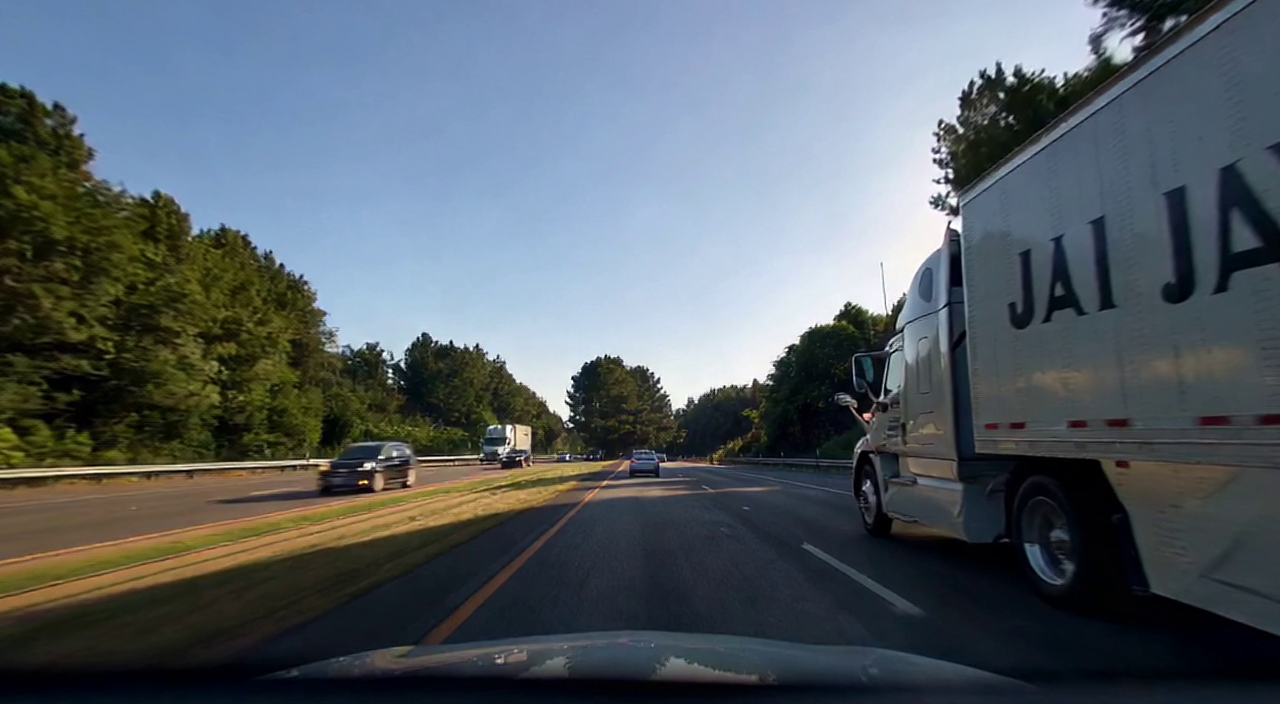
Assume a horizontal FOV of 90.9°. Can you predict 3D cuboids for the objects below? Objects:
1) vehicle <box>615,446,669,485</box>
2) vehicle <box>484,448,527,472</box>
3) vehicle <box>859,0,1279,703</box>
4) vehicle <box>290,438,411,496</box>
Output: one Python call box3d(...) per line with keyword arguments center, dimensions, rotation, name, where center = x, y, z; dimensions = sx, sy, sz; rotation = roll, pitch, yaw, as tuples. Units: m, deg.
box3d(center=(0.060, 4.807, 27.033), dimensions=(2.114, 1.523, 4.012), rotation=(0, -9, 0), name="vehicle")
box3d(center=(-8.996, 7.245, 42.555), dimensions=(1.930, 1.479, 4.706), rotation=(0, -9, 0), name="vehicle")
box3d(center=(4.446, 0.196, 5.306), dimensions=(3.010, 3.911, 5.858), rotation=(0, -9, 0), name="vehicle")
box3d(center=(-8.901, 3.549, 19.782), dimensions=(1.878, 1.590, 3.982), rotation=(0, -9, 0), name="vehicle")
